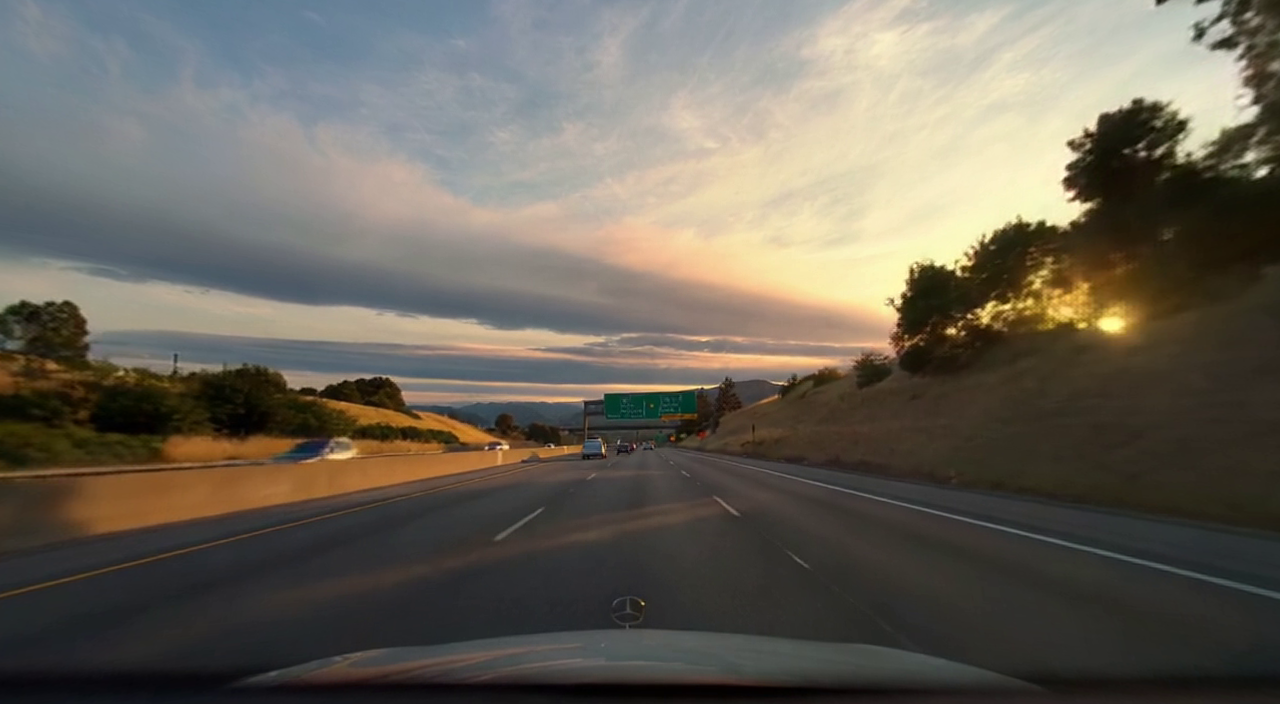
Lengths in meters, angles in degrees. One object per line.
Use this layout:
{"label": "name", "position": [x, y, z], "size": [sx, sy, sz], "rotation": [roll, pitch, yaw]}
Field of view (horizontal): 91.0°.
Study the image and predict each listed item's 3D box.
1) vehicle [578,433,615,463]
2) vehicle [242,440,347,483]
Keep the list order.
{"label": "vehicle", "position": [-3.104, 6.921, 45.541], "size": [2.286, 2.011, 4.452], "rotation": [0, -8, 1]}
{"label": "vehicle", "position": [-16.803, 5.319, 30.991], "size": [2.167, 1.922, 5.322], "rotation": [0, -8, 0]}
